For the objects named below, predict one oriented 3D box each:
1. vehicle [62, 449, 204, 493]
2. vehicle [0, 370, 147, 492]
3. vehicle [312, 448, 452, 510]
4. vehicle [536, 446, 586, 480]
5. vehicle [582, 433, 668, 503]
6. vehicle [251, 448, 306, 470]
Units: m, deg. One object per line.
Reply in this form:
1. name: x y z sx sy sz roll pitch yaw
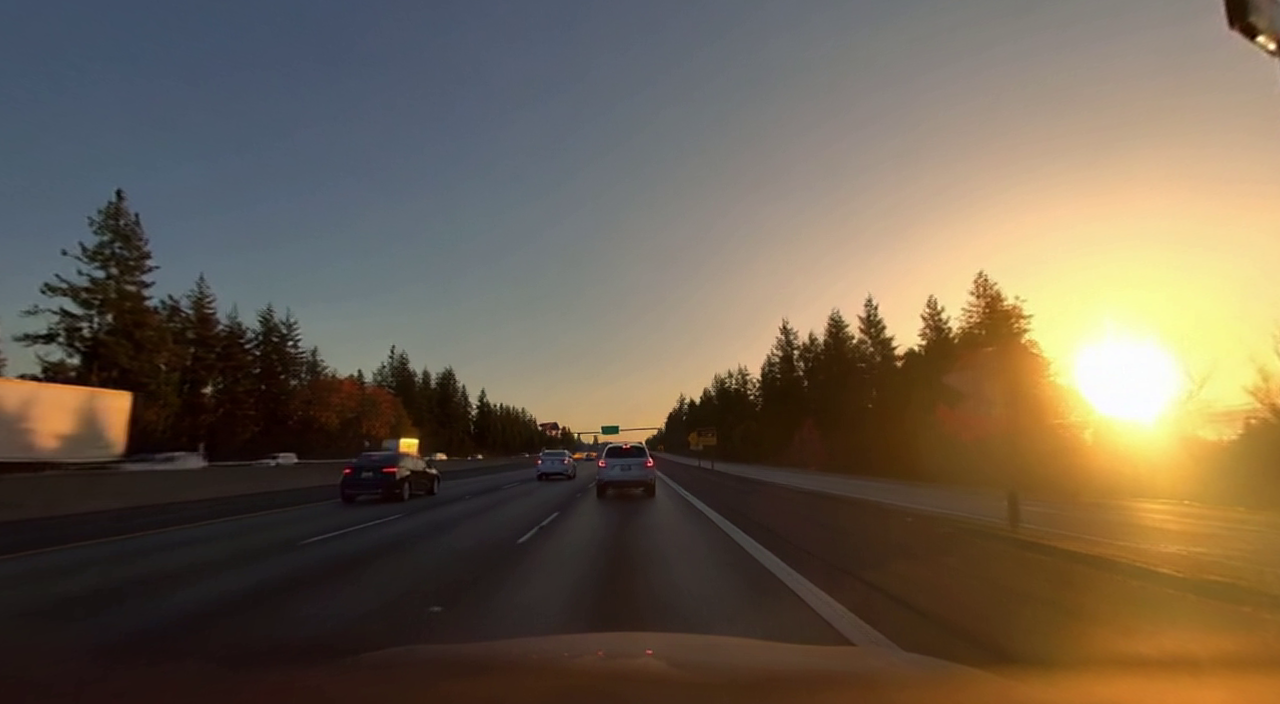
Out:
1. vehicle: -19.129 4.486 24.064 1.904 1.482 4.207 0 -9 0
2. vehicle: -22.634 2.311 18.904 2.883 4.004 16.498 0 -9 -2
3. vehicle: -6.989 3.459 17.708 1.892 1.468 4.792 0 -9 0
4. vehicle: -3.796 5.405 30.948 1.889 1.522 4.465 0 -9 0
5. vehicle: -0.387 3.269 18.204 2.127 1.749 4.776 0 -9 0
6. vehicle: -27.076 8.034 47.300 1.795 1.541 4.027 0 -9 -1
